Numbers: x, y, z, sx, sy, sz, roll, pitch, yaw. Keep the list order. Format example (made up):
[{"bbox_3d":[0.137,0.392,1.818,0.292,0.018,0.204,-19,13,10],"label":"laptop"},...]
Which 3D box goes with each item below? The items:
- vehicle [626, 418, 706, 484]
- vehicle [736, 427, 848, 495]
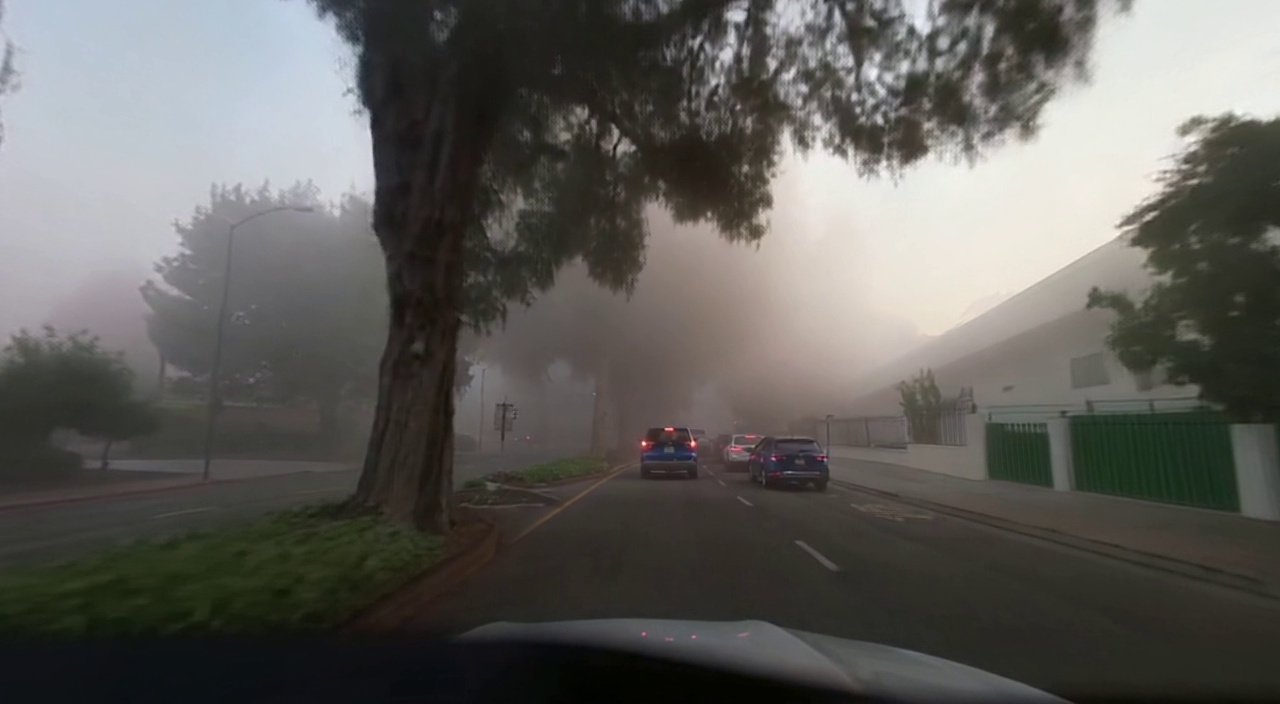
[{"bbox_3d":[0.873,3.284,21.014,2.386,1.947,4.168,-1,-8,3],"label":"vehicle"},{"bbox_3d":[4.236,3.132,18.436,2.138,1.699,4.852,0,-8,1],"label":"vehicle"}]
